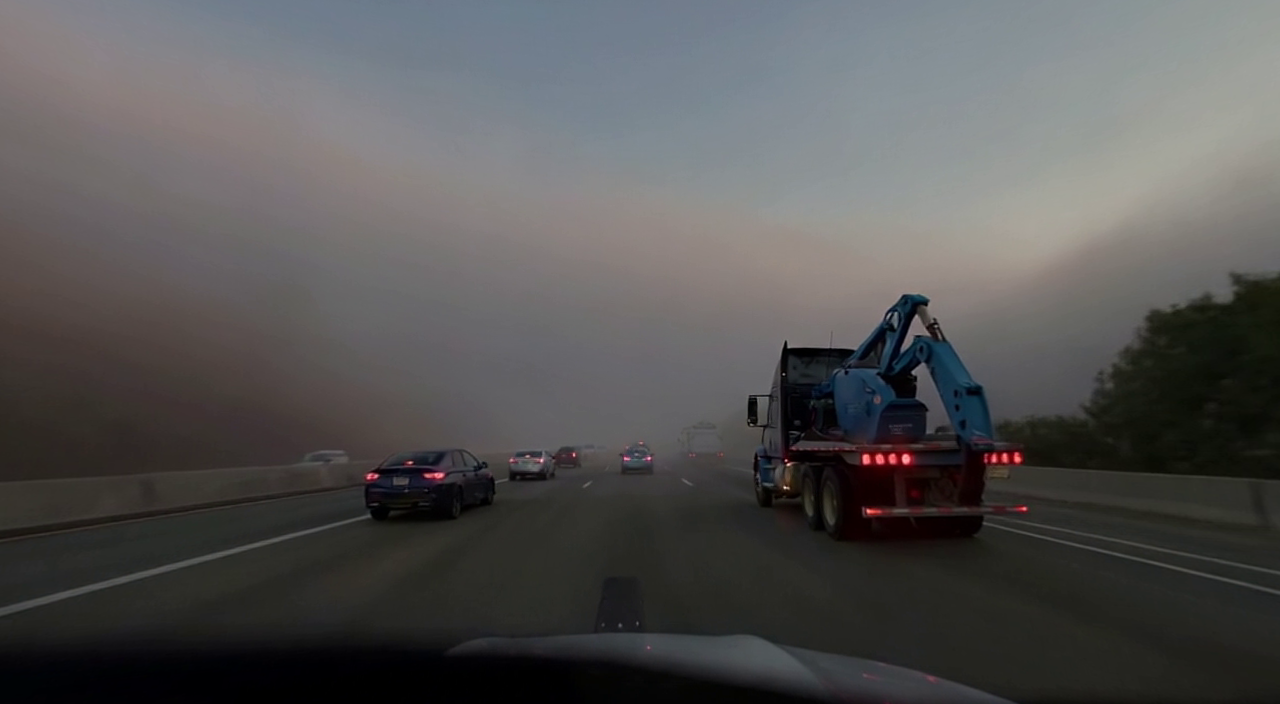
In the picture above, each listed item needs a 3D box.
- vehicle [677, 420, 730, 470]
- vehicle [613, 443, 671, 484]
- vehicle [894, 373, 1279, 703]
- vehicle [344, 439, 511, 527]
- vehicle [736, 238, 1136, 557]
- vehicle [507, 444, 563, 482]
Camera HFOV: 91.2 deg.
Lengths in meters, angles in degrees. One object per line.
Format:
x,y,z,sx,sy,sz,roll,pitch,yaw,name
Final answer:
3.886,5.940,39.921,2.416,2.829,7.016,0,-9,-2,vehicle
-0.004,4.455,25.352,2.150,1.498,3.988,0,-9,-2,vehicle
4.071,1.081,3.834,2.599,1.631,5.693,0,-9,-1,vehicle
-4.223,2.674,13.403,1.880,1.507,4.757,0,-9,0,vehicle
3.923,1.093,11.311,2.975,3.618,8.456,0,-9,0,vehicle
-4.601,4.919,28.022,1.858,1.527,3.974,0,-9,0,vehicle
